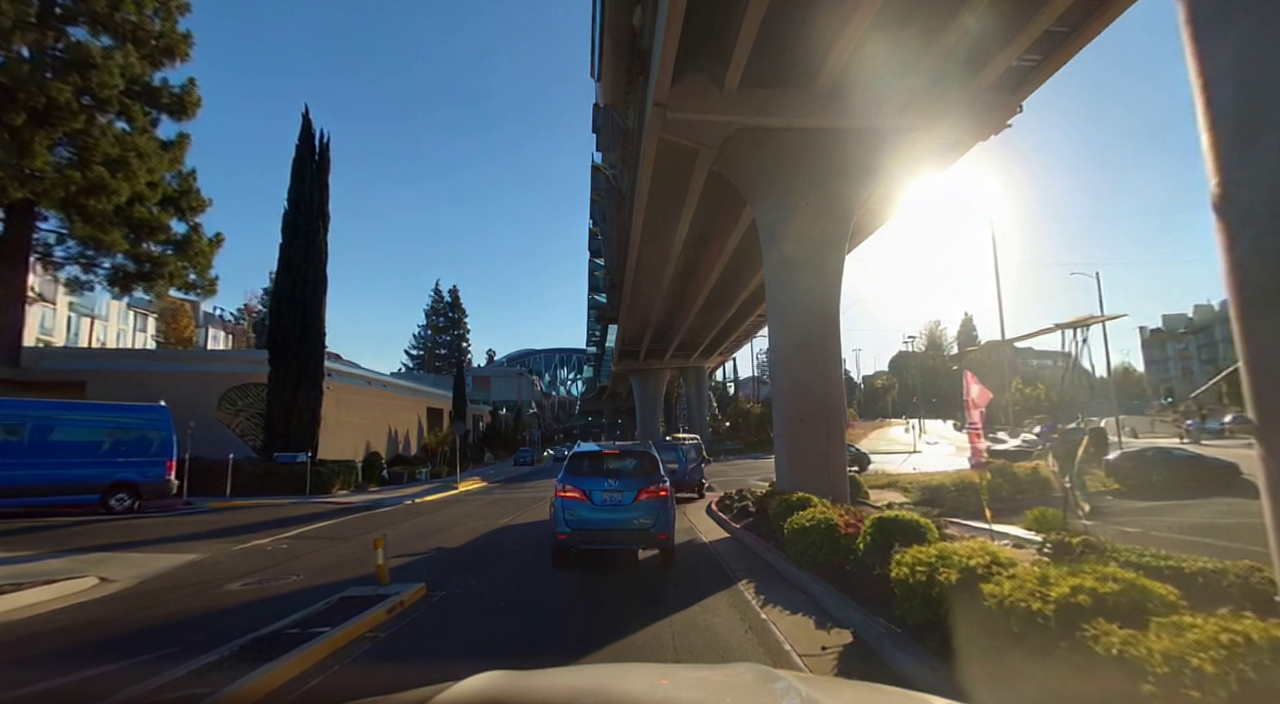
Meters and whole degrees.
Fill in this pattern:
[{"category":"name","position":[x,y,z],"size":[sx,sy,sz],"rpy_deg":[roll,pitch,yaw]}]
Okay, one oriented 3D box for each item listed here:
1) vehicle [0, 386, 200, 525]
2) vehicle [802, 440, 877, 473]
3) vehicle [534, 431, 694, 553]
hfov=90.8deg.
[{"category":"vehicle","position":[-13.546,2.279,14.092],"size":[5.356,2.762,2.644],"rpy_deg":[0,-9,1]},{"category":"vehicle","position":[11.774,6.115,37.257],"size":[4.425,1.828,2.032],"rpy_deg":[7,-11,-38]},{"category":"vehicle","position":[-0.277,2.190,10.666],"size":[2.087,1.578,4.652],"rpy_deg":[0,-8,2]}]
